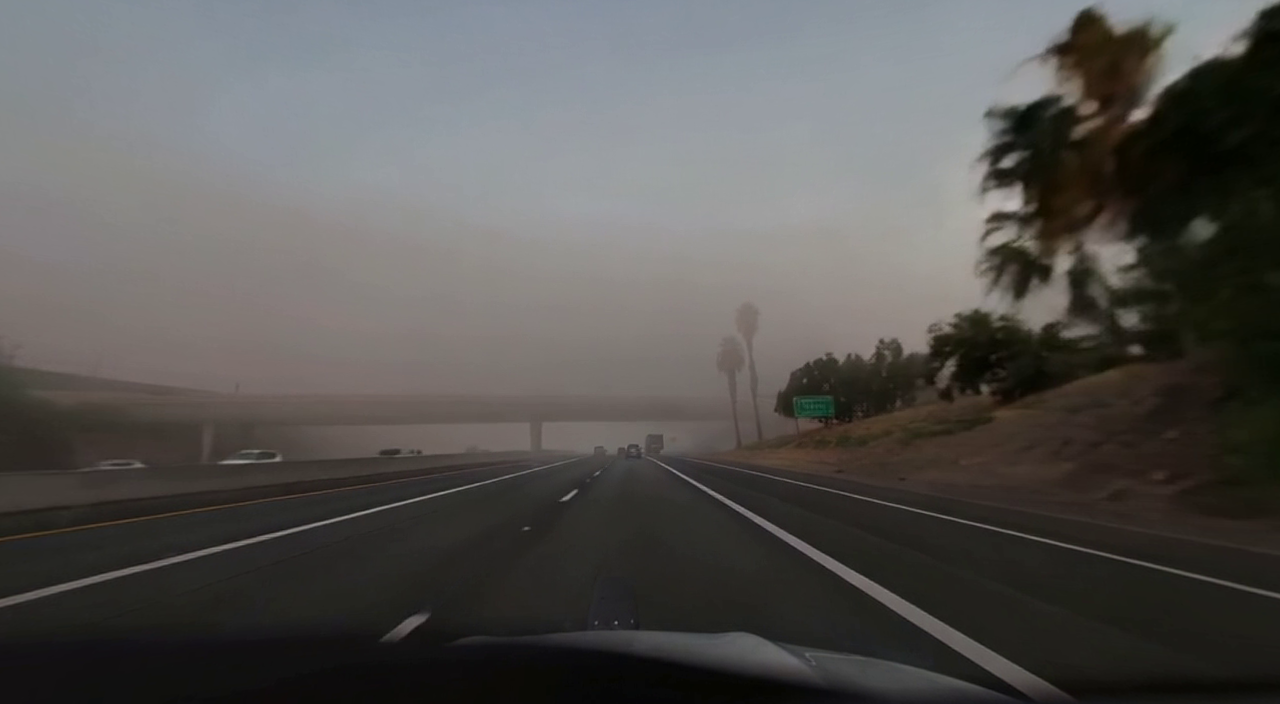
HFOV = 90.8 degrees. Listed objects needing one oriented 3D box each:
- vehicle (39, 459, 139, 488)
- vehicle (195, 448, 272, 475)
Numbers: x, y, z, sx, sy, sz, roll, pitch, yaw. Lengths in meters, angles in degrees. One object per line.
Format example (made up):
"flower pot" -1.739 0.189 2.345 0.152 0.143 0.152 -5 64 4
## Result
"vehicle" -33.738 7.441 38.893 1.877 1.524 4.752 0 -8 0
"vehicle" -29.215 7.877 45.636 2.137 1.784 5.111 0 -8 -1
